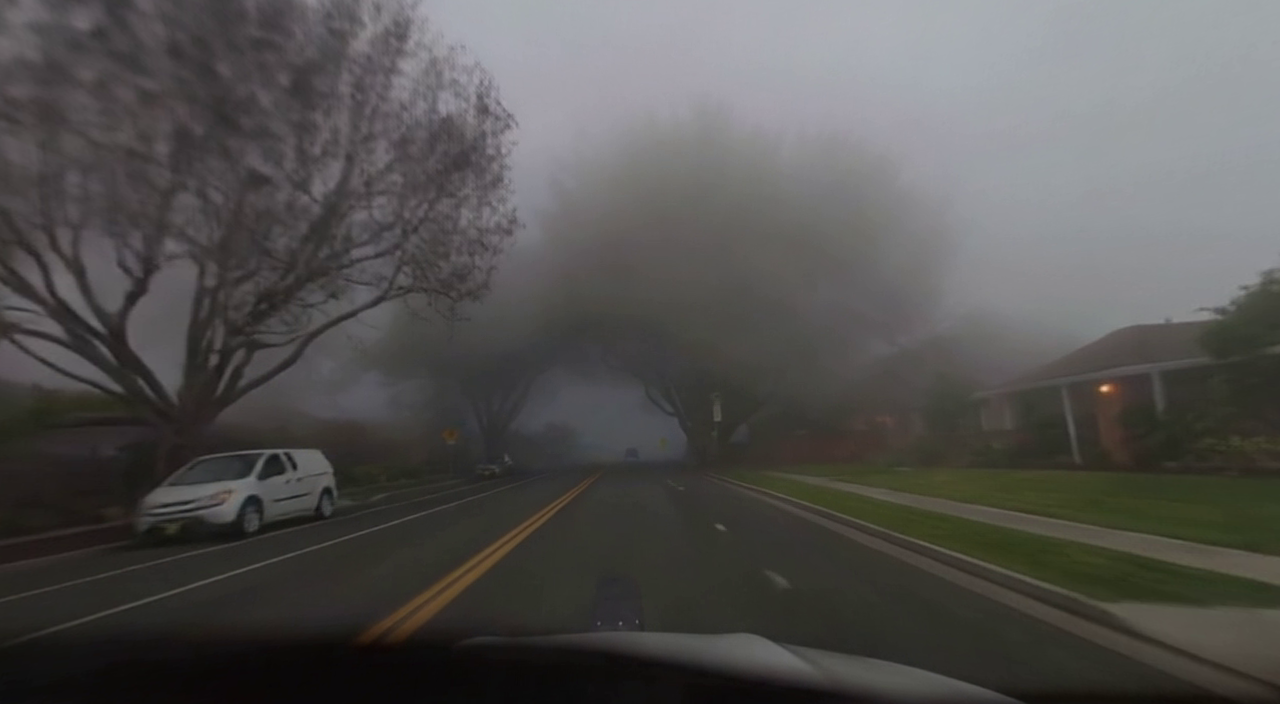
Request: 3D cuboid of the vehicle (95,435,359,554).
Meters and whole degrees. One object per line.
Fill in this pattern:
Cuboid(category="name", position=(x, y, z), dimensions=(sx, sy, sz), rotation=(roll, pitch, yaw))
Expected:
Cuboid(category="vehicle", position=(-7.795, 2.666, 12.685), dimensions=(2.122, 1.739, 4.770), rotation=(-5, -8, 0))

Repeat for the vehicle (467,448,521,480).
Cuboid(category="vehicle", position=(-7.970, 6.109, 34.766), dimensions=(1.880, 1.469, 4.221), rotation=(-5, -9, 1))
